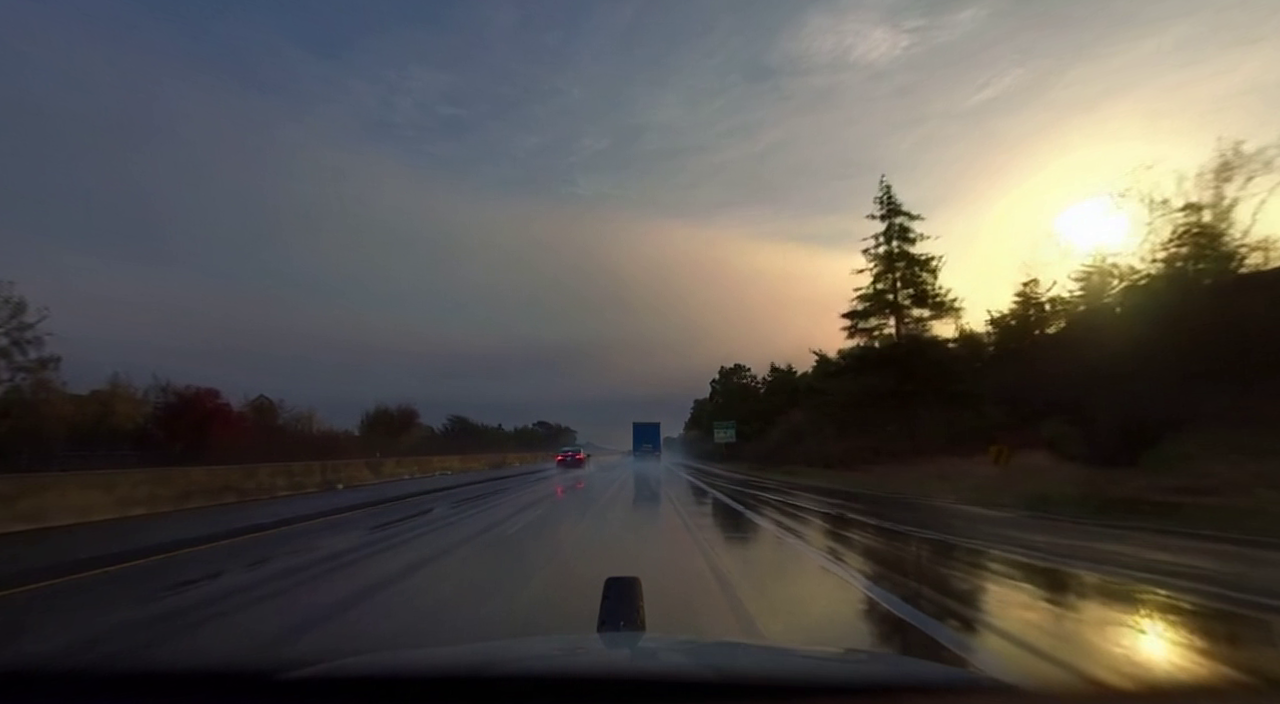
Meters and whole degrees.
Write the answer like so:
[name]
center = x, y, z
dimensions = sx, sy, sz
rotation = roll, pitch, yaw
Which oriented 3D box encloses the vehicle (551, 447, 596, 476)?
[vehicle]
center = -3.810, 6.363, 36.928
dimensions = 1.999, 1.533, 4.870
rotation = -1, -9, 2
